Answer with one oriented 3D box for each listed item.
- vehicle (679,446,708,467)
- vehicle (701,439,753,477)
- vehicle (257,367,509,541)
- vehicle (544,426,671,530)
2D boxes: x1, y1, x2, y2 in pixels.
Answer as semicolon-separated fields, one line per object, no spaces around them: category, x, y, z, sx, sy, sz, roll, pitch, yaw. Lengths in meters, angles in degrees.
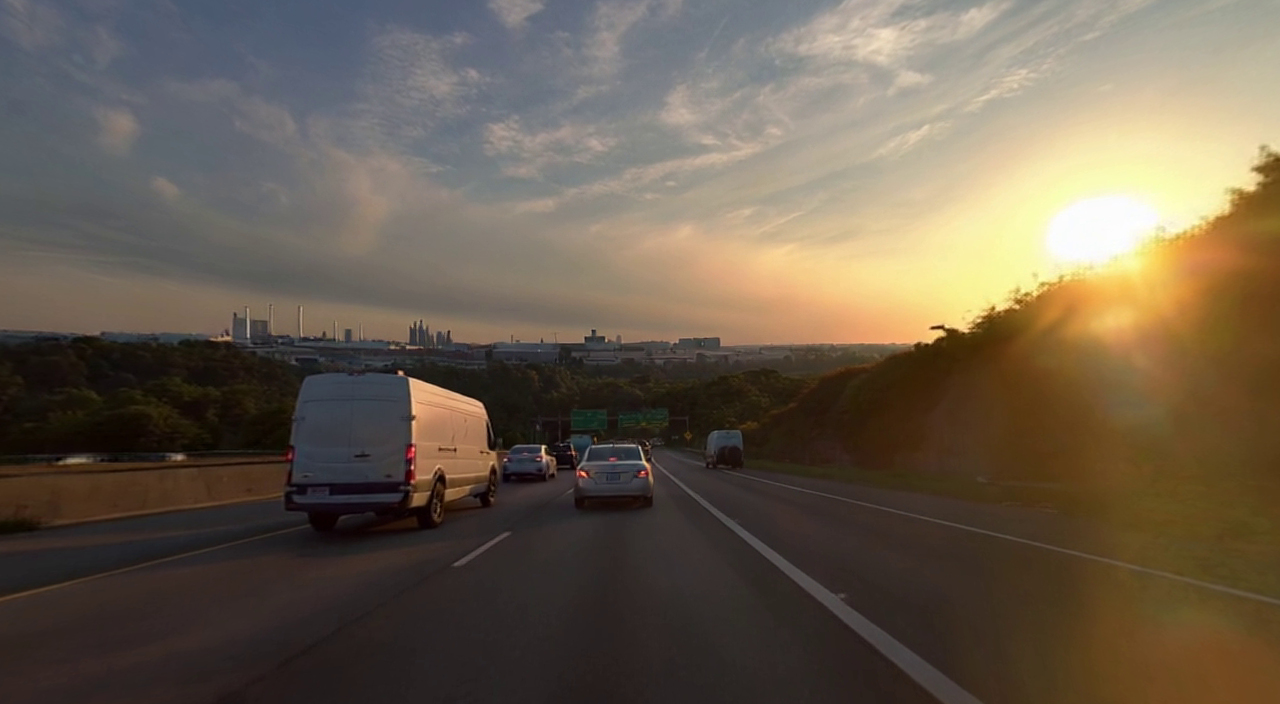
vehicle;4.180;8.224;49.638;1.874;1.512;3.723;0;-9;0
vehicle;4.291;5.317;31.747;2.003;1.754;4.134;0;-9;0
vehicle;-4.589;2.055;12.986;2.248;2.626;6.837;0;-9;0
vehicle;-0.542;2.385;12.385;2.093;1.695;3.782;0;-9;0
